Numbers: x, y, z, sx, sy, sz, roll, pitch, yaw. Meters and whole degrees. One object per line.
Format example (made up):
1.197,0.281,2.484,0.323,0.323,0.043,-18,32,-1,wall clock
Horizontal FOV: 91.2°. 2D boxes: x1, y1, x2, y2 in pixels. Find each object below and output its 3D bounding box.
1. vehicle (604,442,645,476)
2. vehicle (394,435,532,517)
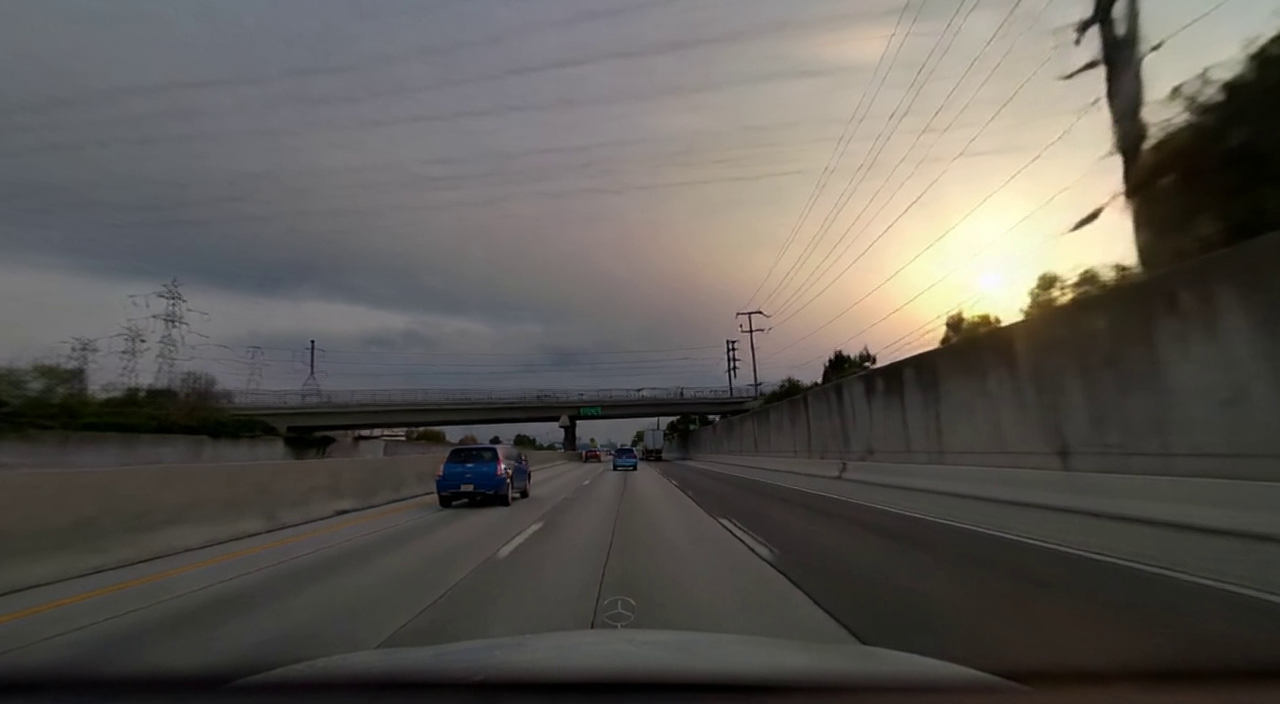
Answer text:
-0.779,5.556,32.787,2.004,1.615,4.113,0,-9,-1,vehicle
-3.753,2.708,14.119,1.987,1.548,3.981,0,-9,-1,vehicle
